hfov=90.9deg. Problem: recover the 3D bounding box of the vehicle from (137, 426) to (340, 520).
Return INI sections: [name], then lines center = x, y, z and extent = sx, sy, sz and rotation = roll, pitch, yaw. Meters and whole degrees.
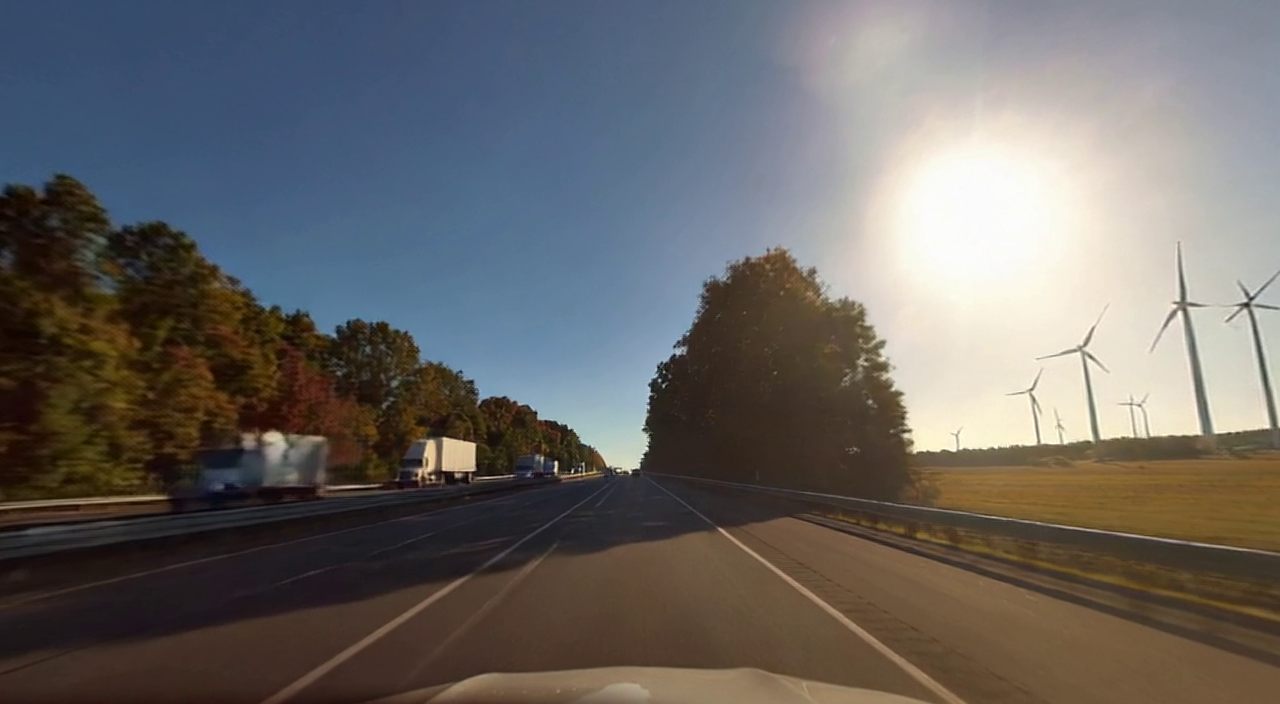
[vehicle]
center = -11.864, 3.687, 19.377
extent = 2.421, 2.406, 5.665
rotation = 0, -11, 0
